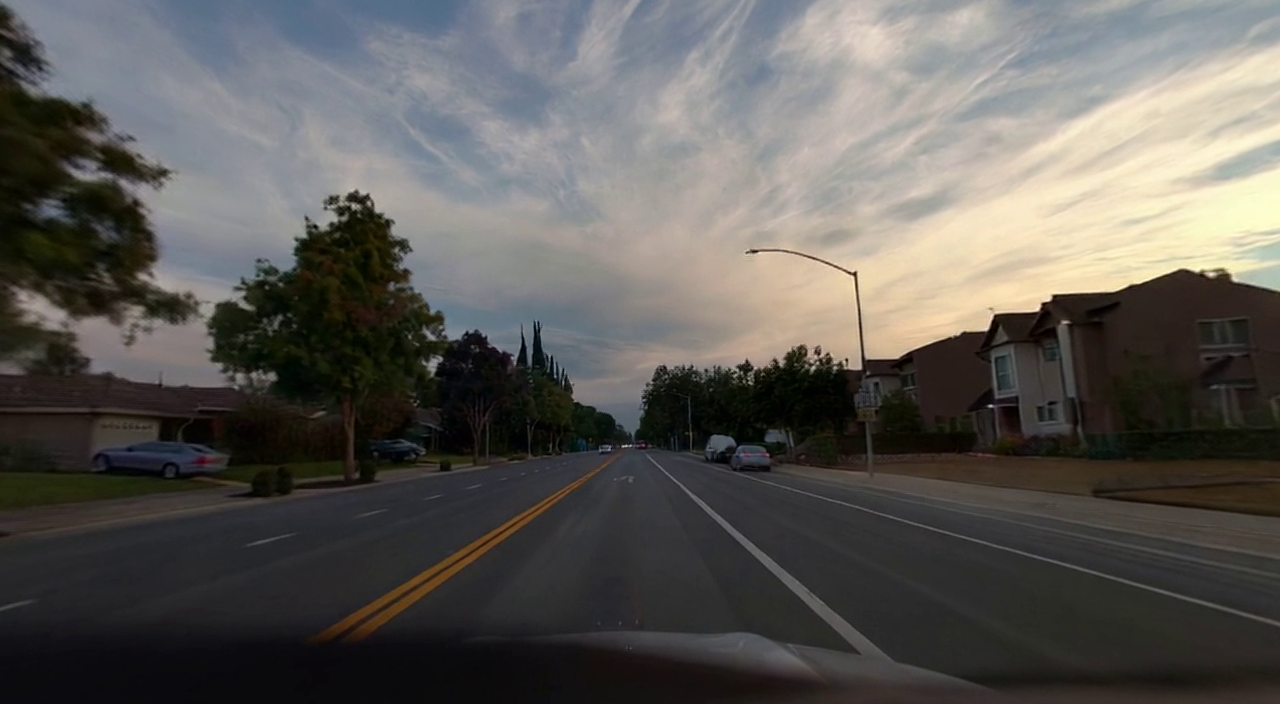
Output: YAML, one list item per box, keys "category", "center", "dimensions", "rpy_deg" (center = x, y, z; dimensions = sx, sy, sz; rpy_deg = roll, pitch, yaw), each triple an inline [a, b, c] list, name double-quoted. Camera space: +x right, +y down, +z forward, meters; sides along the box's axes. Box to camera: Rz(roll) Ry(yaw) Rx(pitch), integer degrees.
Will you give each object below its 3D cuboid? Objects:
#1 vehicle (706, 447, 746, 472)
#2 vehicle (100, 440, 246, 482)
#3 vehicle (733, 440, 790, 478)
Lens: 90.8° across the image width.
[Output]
- category: "vehicle"
  center: [6.165, 7.796, 45.939]
  dimensions: [2.226, 1.682, 4.461]
  rpy_deg: [0, -8, -1]
- category: "vehicle"
  center: [-19.650, 4.590, 26.743]
  dimensions: [4.497, 1.674, 2.168]
  rpy_deg: [-1, -8, 3]
- category: "vehicle"
  center: [6.456, 5.756, 34.210]
  dimensions: [2.099, 1.878, 4.476]
  rpy_deg: [0, -8, -1]
